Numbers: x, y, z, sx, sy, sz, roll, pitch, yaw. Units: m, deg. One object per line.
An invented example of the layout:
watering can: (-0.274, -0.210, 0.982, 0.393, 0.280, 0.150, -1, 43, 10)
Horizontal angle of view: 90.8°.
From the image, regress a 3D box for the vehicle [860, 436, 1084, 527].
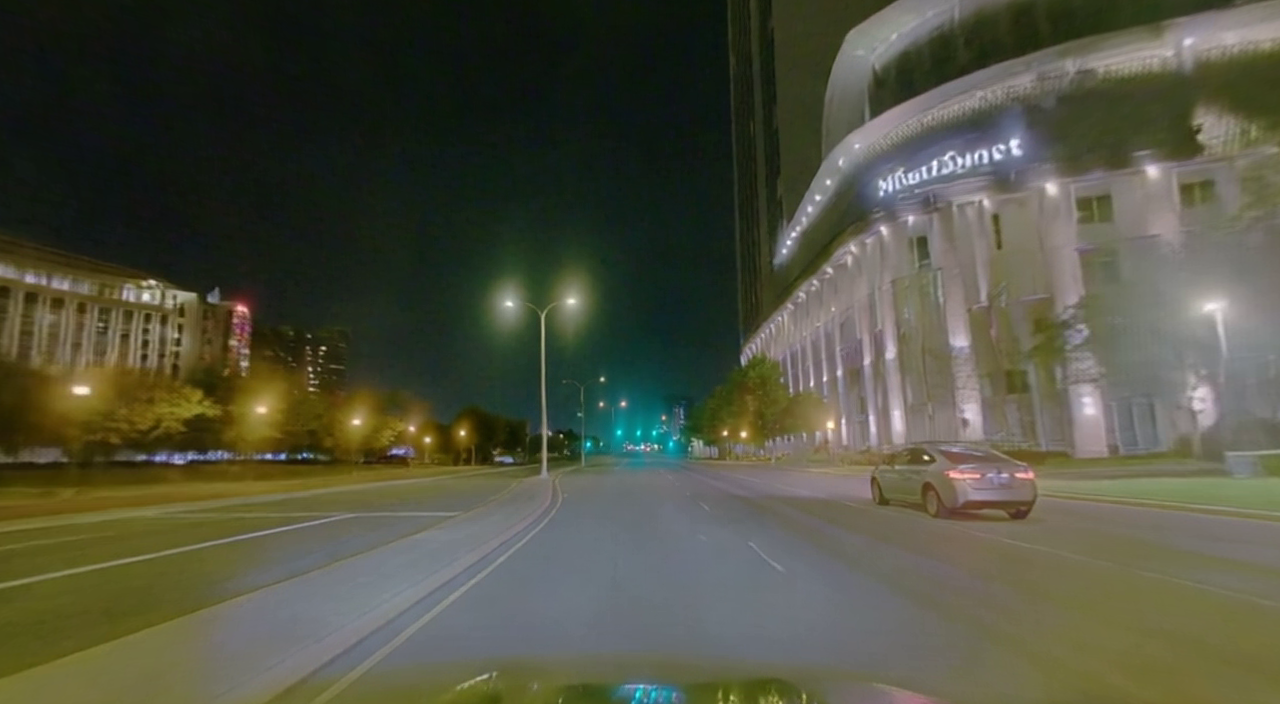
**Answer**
vehicle: (6.413, 2.534, 13.014, 1.913, 1.504, 4.738, 0, -9, -2)
